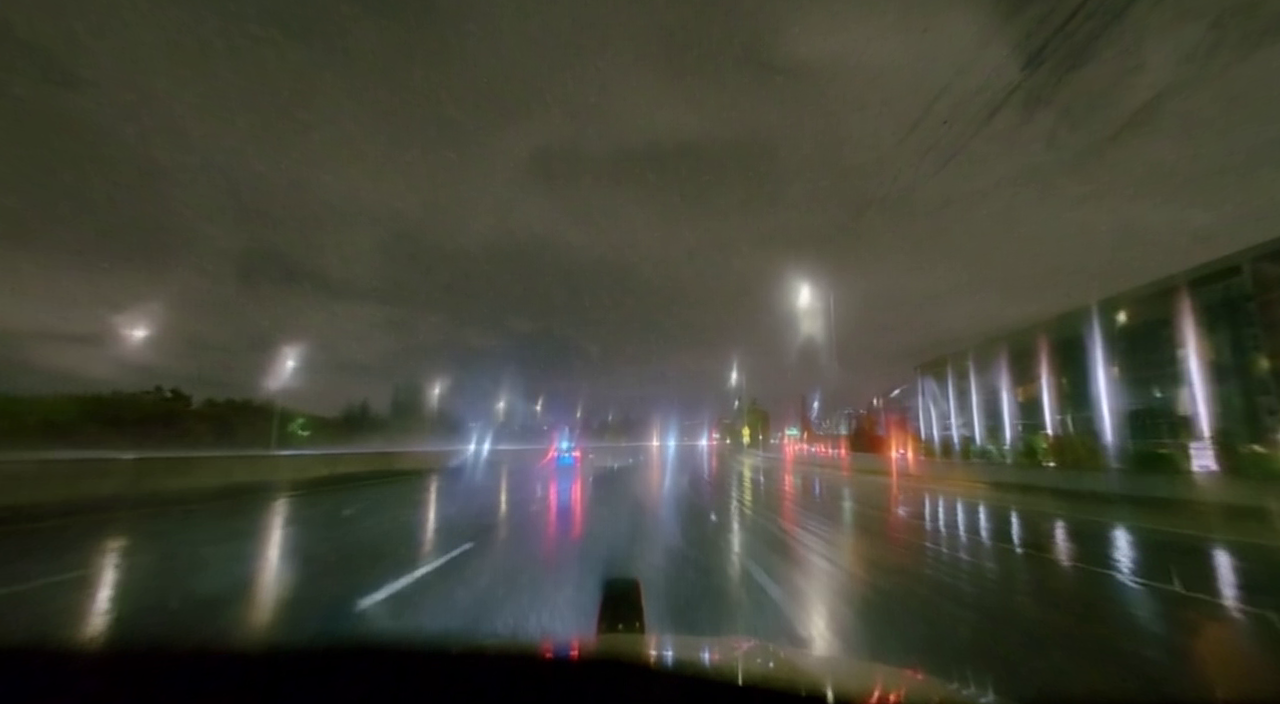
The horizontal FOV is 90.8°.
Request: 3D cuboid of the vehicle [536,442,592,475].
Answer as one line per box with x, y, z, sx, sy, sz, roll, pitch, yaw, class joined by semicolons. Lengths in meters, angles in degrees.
-3.761;5.368;32.110;2.087;1.566;4.756;0;-9;2;vehicle
